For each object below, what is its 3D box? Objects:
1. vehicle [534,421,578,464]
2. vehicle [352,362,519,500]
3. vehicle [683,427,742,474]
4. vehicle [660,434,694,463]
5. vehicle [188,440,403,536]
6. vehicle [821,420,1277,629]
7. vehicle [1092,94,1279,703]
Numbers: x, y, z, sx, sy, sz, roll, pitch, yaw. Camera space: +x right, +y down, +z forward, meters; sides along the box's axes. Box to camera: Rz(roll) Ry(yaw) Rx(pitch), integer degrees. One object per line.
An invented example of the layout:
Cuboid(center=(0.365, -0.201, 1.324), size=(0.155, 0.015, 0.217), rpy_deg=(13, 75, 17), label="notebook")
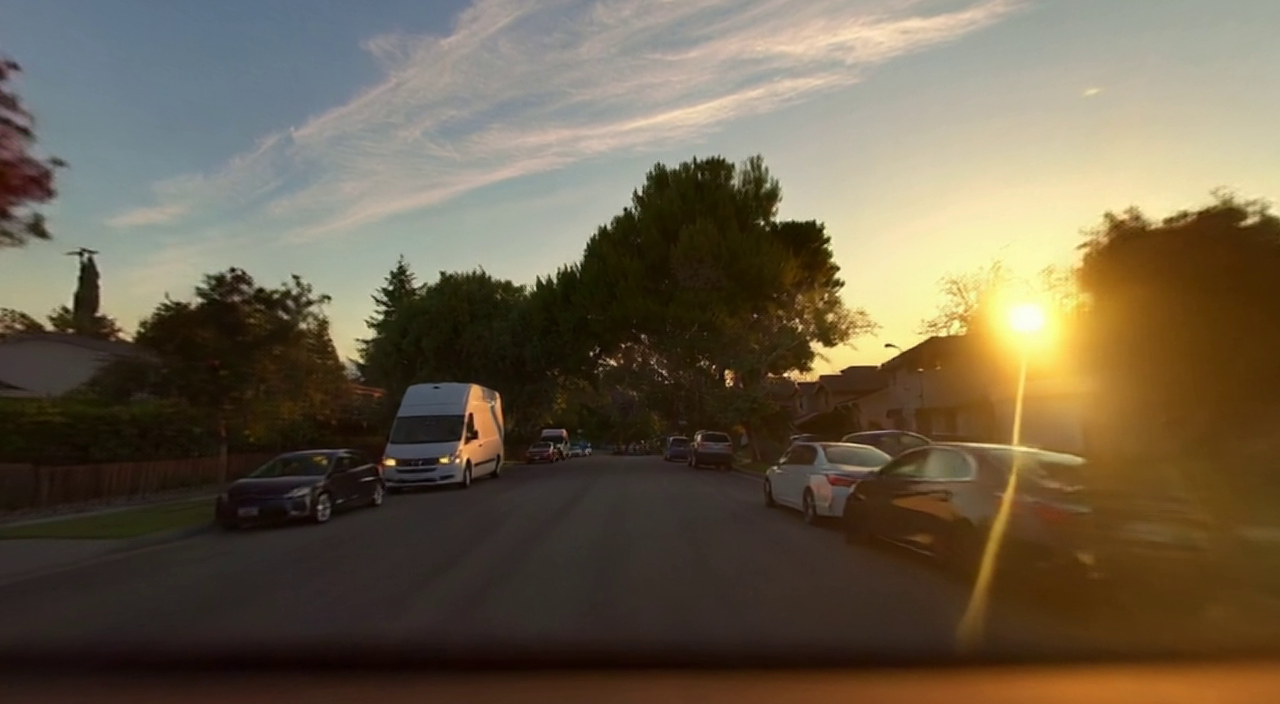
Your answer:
Cuboid(center=(-5.837, 6.339, 44.134), size=(2.408, 2.782, 3.837), rpy_deg=(-3, -8, 0), label="vehicle")
Cuboid(center=(-6.176, 2.617, 20.761), size=(2.896, 3.648, 8.004), rpy_deg=(0, -8, -1), label="vehicle")
Cuboid(center=(3.041, 4.226, 27.335), size=(1.965, 1.855, 4.677), rpy_deg=(0, -8, -1), label="vehicle")
Cuboid(center=(2.416, 6.438, 42.164), size=(1.918, 1.815, 4.400), rpy_deg=(0, -8, -1), label="vehicle")
Cuboid(center=(-6.255, 2.448, 12.104), size=(1.921, 1.470, 4.068), rpy_deg=(0, -8, -2), label="vehicle")
Cuboid(center=(3.554, 1.517, 6.705), size=(1.867, 1.470, 4.312), rpy_deg=(0, -8, -2), label="vehicle")
Cuboid(center=(3.428, 0.137, 0.762), size=(2.215, 2.542, 4.550), rpy_deg=(-2, -7, 0), label="vehicle")
